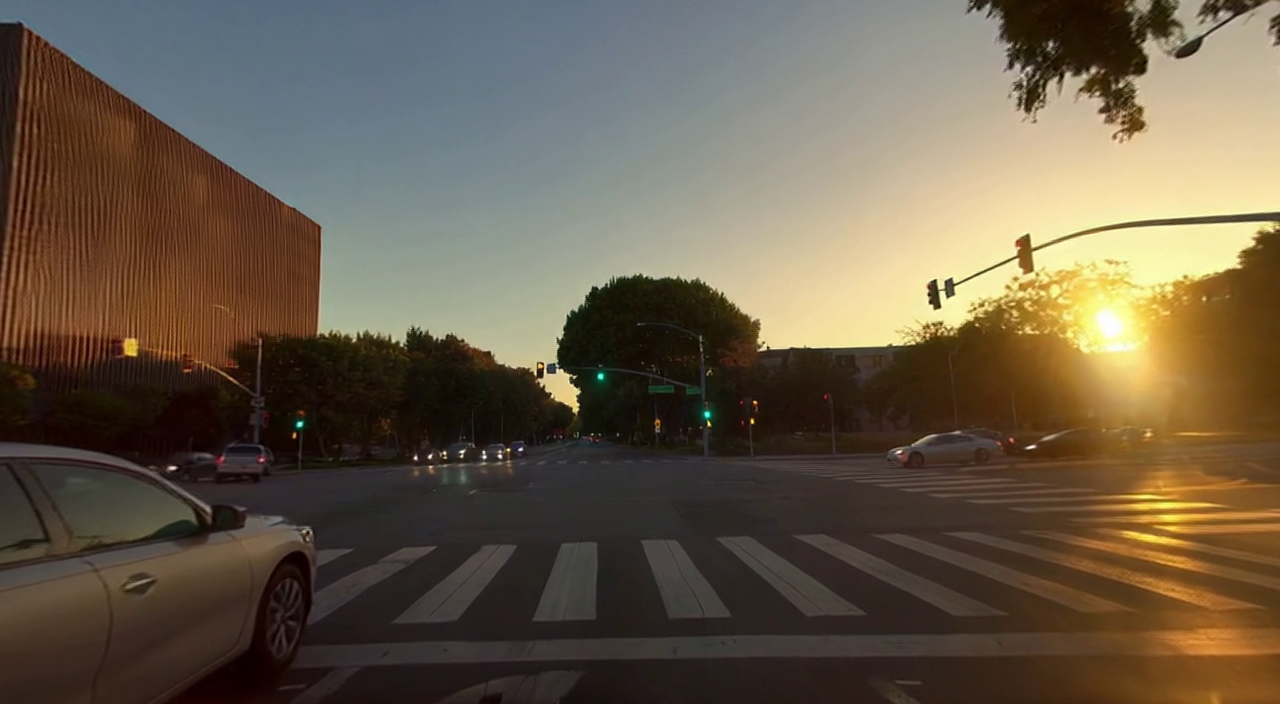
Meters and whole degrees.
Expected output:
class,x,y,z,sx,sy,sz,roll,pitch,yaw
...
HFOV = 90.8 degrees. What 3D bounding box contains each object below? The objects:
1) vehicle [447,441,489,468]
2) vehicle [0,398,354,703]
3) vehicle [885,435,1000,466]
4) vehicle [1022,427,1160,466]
class,x,y,z,sx,sy,sz,roll,pitch,yaw
vehicle,-12.843,7.647,47.407,2.051,1.715,4.346,-2,-6,-3
vehicle,-3.073,0.937,2.330,1.919,1.478,4.720,0,-8,-1
vehicle,14.948,4.892,31.404,4.660,1.495,2.007,0,-8,-2
vehicle,18.179,3.813,25.589,4.181,1.483,1.831,0,-8,-3
